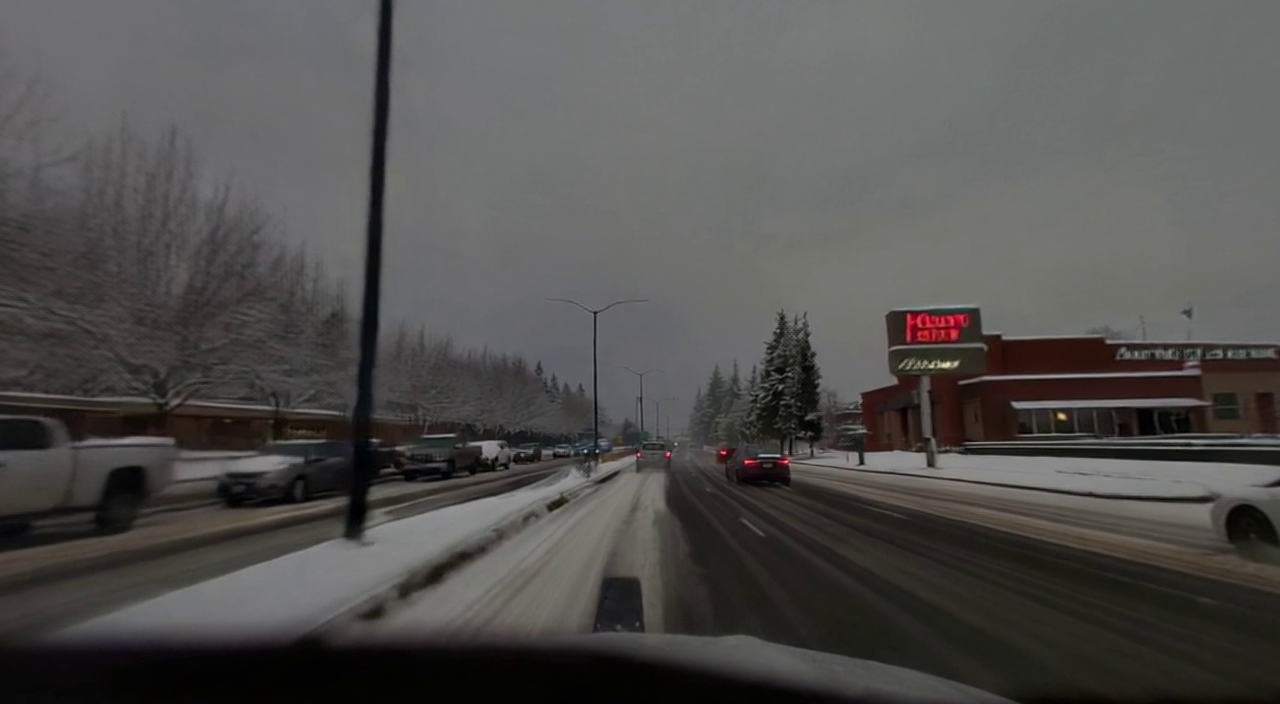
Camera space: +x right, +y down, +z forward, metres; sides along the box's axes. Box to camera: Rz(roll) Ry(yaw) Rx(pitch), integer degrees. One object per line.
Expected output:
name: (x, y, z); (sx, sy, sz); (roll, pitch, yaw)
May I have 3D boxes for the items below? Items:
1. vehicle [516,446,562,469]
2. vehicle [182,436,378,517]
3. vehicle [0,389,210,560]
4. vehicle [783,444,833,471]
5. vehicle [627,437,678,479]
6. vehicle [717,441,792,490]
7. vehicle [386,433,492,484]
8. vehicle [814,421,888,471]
vehicle: (-6.664, 6.986, 42.098); (1.992, 1.465, 4.458); (-1, -9, 5)
vehicle: (-8.582, 2.977, 15.759); (1.920, 1.590, 5.041); (-3, -8, 1)
vehicle: (-8.669, 1.553, 8.162); (2.460, 1.970, 5.271); (0, -9, 0)
vehicle: (9.705, 6.109, 36.851); (1.860, 1.475, 4.488); (0, -9, 2)
vehicle: (0.586, 4.645, 27.789); (2.101, 1.694, 3.979); (0, -9, 2)
vehicle: (3.791, 3.806, 21.567); (1.852, 1.498, 3.825); (0, -9, 0)
vehicle: (-7.936, 4.279, 25.694); (2.218, 1.819, 5.732); (0, -9, 3)
vehicle: (13.192, 5.950, 40.080); (2.790, 2.897, 6.326); (-1, -9, 4)
